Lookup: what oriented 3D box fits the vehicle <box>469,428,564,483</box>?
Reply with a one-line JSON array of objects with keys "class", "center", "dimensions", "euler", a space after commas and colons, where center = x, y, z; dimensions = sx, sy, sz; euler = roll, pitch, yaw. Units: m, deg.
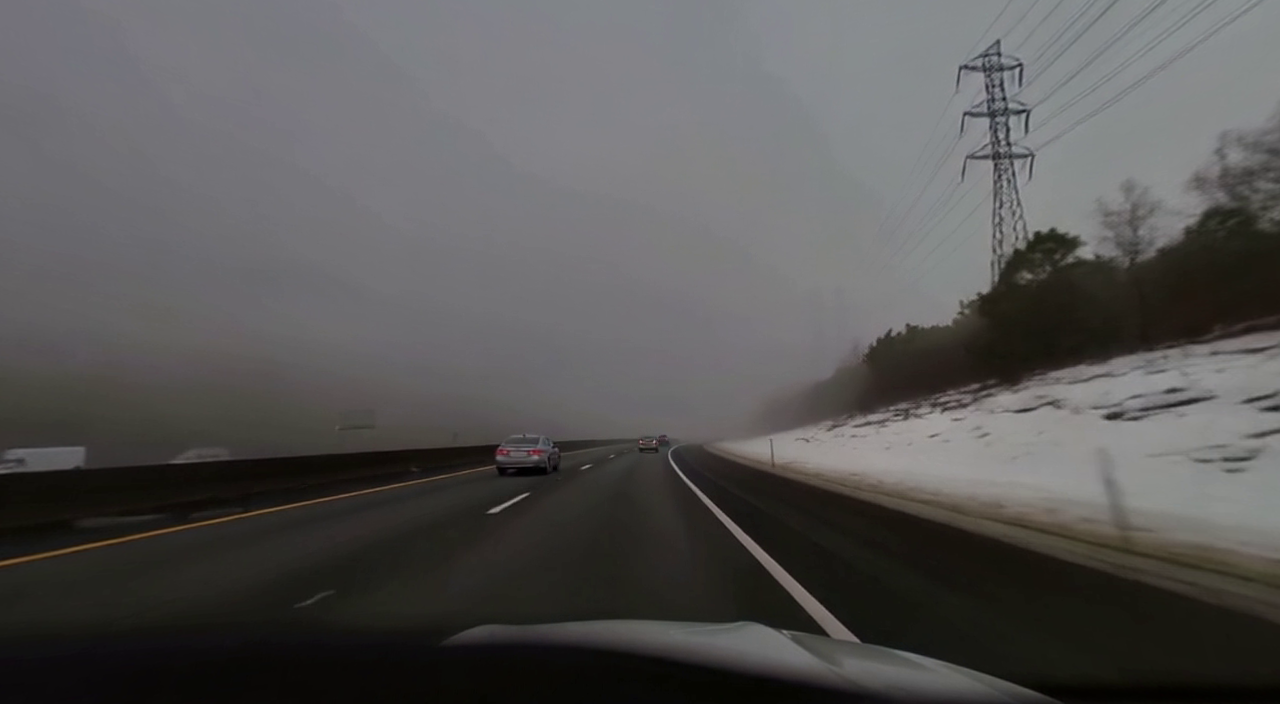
[{"class": "vehicle", "center": [-3.750, 3.212, 19.891], "dimensions": [2.030, 1.522, 4.250], "euler": [0, -8, 1]}]

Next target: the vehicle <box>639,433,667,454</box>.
[{"class": "vehicle", "center": [1.031, 6.910, 47.480], "dimensions": [2.077, 1.523, 4.206], "euler": [0, -8, 3]}]
